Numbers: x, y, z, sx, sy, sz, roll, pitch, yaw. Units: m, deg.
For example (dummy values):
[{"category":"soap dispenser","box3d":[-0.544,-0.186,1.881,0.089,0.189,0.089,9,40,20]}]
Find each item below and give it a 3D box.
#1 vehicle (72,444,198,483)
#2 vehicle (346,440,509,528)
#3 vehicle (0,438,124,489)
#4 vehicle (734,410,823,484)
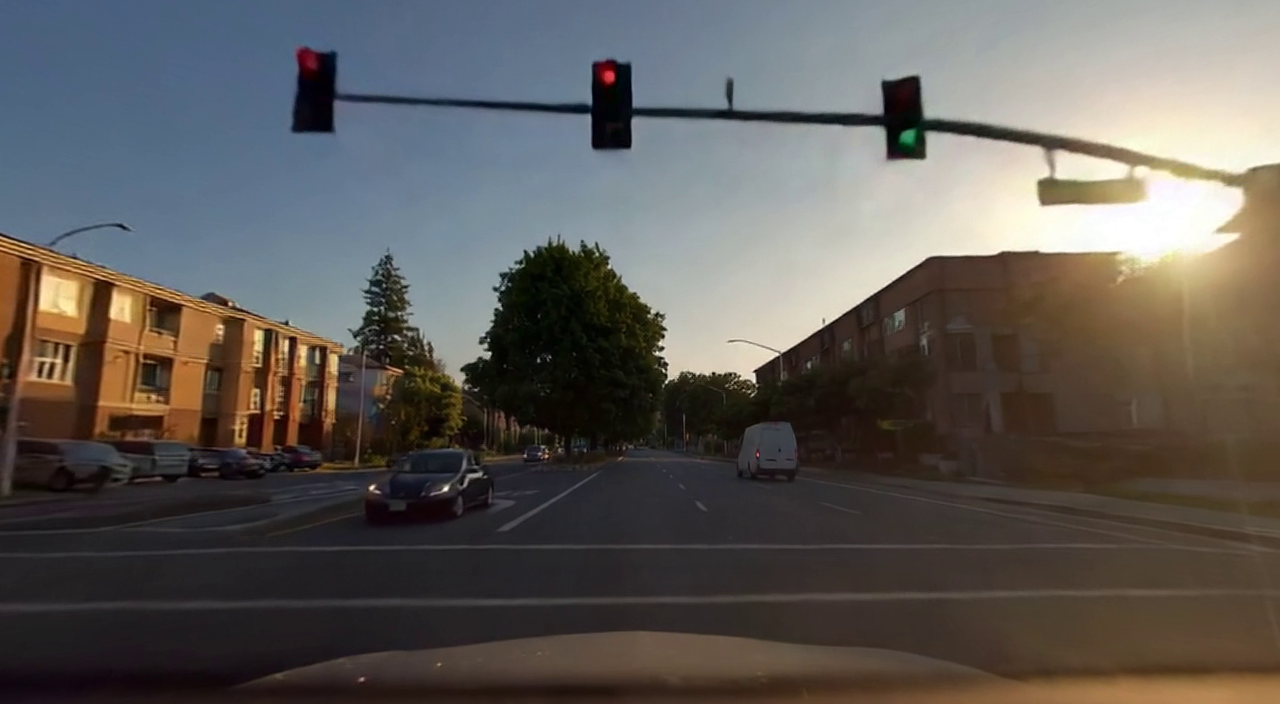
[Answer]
[{"category":"vehicle","box3d":[-23.827,5.253,29.815,4.146,1.730,1.973,0,-9,-2]},{"category":"vehicle","box3d":[-4.319,2.734,13.673,2.003,1.539,4.396,-1,-9,0]},{"category":"vehicle","box3d":[-24.518,4.496,25.523,4.879,1.956,2.324,1,-9,-8]},{"category":"vehicle","box3d":[6.666,4.773,31.561,2.802,3.208,7.459,0,-9,0]}]
